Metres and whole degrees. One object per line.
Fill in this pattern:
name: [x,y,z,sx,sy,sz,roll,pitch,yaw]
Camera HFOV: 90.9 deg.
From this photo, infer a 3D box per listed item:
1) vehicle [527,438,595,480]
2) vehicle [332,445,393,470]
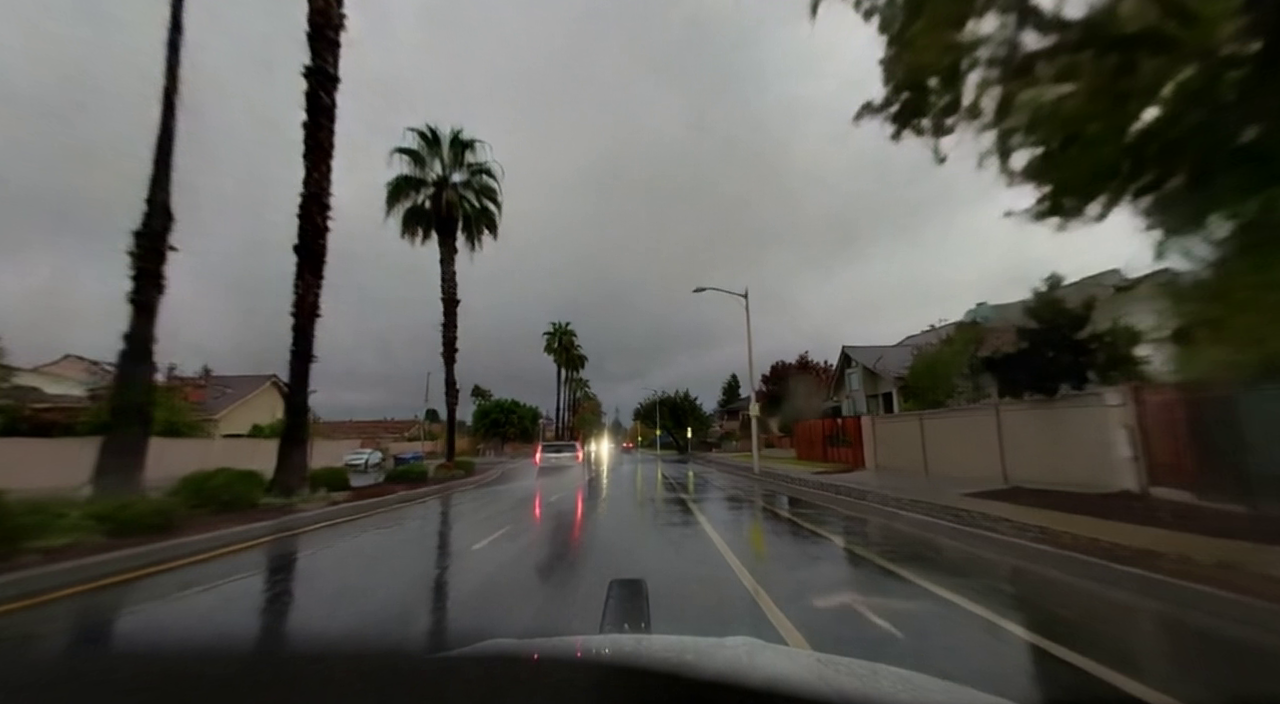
vehicle: [-3.083,4.286,25.599,2.075,1.498,4.730,0,-8,1]
vehicle: [-19.150,7.330,43.732,2.026,1.563,4.618,0,-10,1]
